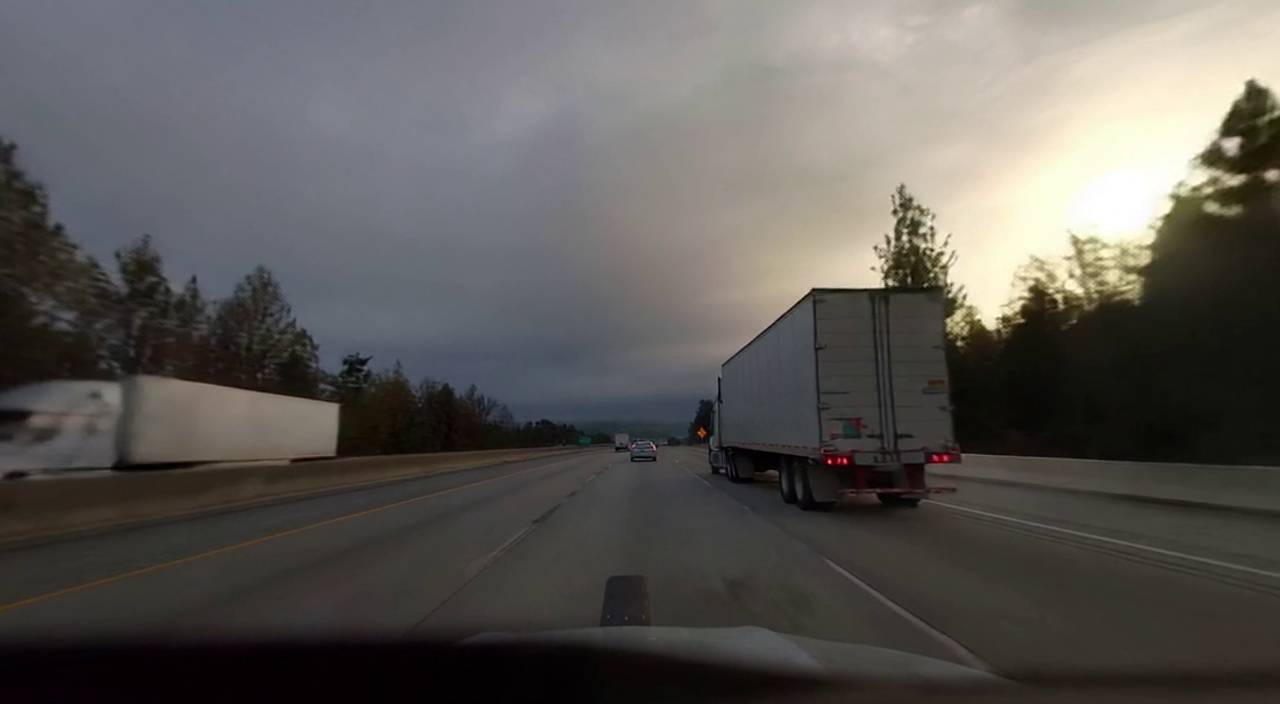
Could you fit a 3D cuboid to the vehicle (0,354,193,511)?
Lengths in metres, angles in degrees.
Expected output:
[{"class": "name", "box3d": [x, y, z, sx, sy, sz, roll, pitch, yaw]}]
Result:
[{"class": "vehicle", "box3d": [-18.849, 2.631, 20.398, 3.210, 4.212, 7.175, 0, -8, 0]}]

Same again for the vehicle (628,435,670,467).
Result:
[{"class": "vehicle", "box3d": [0.429, 5.434, 34.716, 2.139, 1.607, 4.034, 0, -8, -1]}]

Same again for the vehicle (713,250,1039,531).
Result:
[{"class": "vehicle", "box3d": [4.225, 1.495, 16.321, 3.005, 4.131, 14.221, 0, -8, 0]}]
